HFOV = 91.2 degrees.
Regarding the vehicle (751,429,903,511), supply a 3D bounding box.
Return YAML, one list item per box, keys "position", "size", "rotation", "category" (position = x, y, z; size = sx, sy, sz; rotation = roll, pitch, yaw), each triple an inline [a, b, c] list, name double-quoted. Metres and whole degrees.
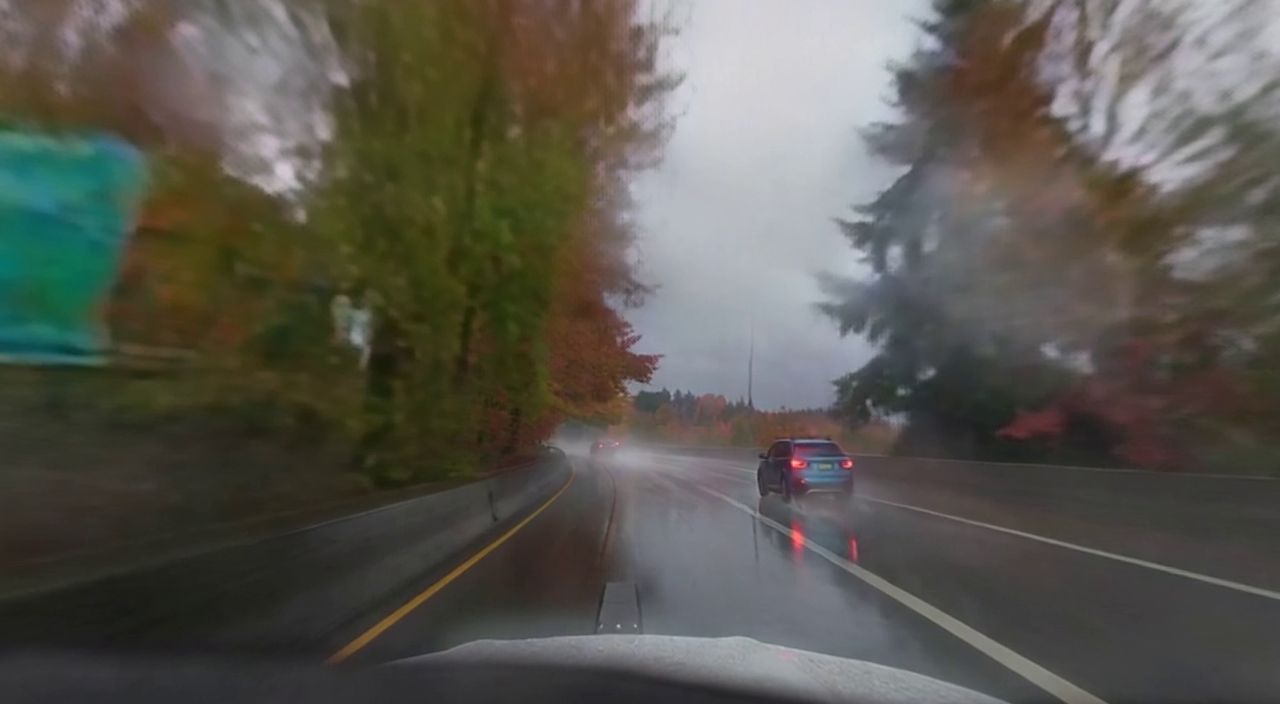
- position: [3.978, 2.583, 14.132]
  size: [1.952, 1.536, 4.036]
  rotation: [0, -9, -4]
  category: "vehicle"
